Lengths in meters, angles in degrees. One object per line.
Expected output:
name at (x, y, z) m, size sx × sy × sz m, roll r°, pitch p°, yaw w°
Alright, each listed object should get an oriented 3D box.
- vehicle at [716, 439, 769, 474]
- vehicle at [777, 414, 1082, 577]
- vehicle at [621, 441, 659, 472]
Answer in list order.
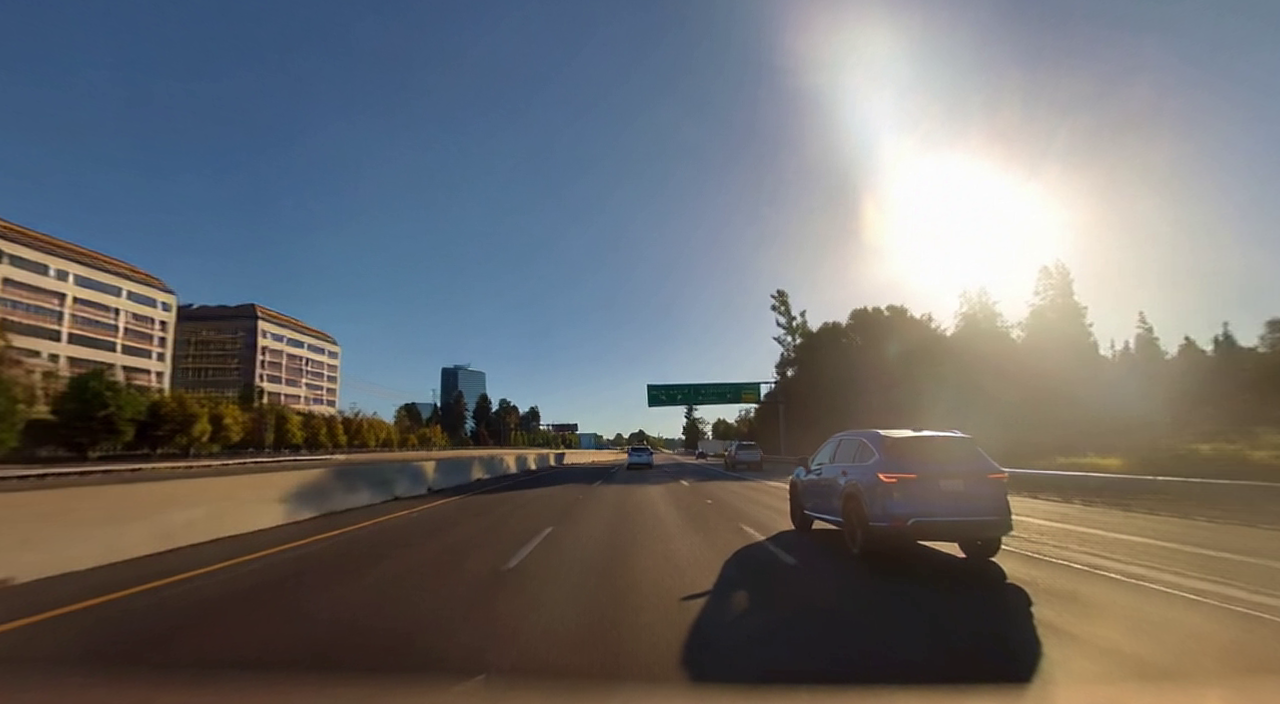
vehicle at (7.110, 7.305, 44.475) m, size 2.526 × 2.230 × 6.190 m, roll 0°, pitch -8°, yaw -1°
vehicle at (3.466, 1.800, 8.749) m, size 2.097 × 1.659 × 4.320 m, roll 0°, pitch -8°, yaw -1°
vehicle at (-0.026, 6.473, 39.309) m, size 2.181 × 1.768 × 4.383 m, roll 0°, pitch -8°, yaw -1°
